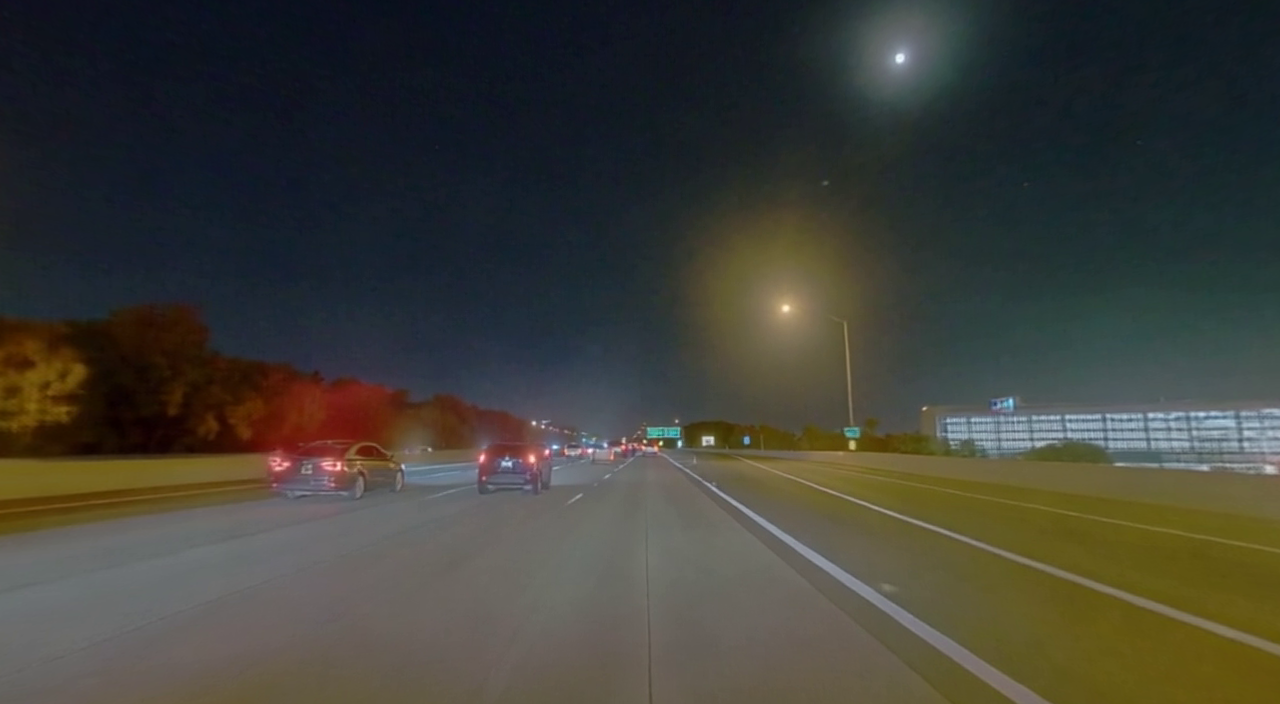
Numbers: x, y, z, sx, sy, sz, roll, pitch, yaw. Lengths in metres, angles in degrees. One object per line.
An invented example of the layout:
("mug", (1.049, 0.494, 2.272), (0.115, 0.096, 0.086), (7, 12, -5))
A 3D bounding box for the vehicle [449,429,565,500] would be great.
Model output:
("vehicle", (-3.560, 3.115, 17.782), (2.158, 1.717, 4.375), (-1, -9, 2))

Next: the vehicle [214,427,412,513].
("vehicle", (-7.295, 2.678, 14.752), (2.071, 1.661, 4.540), (-1, -9, 2))
